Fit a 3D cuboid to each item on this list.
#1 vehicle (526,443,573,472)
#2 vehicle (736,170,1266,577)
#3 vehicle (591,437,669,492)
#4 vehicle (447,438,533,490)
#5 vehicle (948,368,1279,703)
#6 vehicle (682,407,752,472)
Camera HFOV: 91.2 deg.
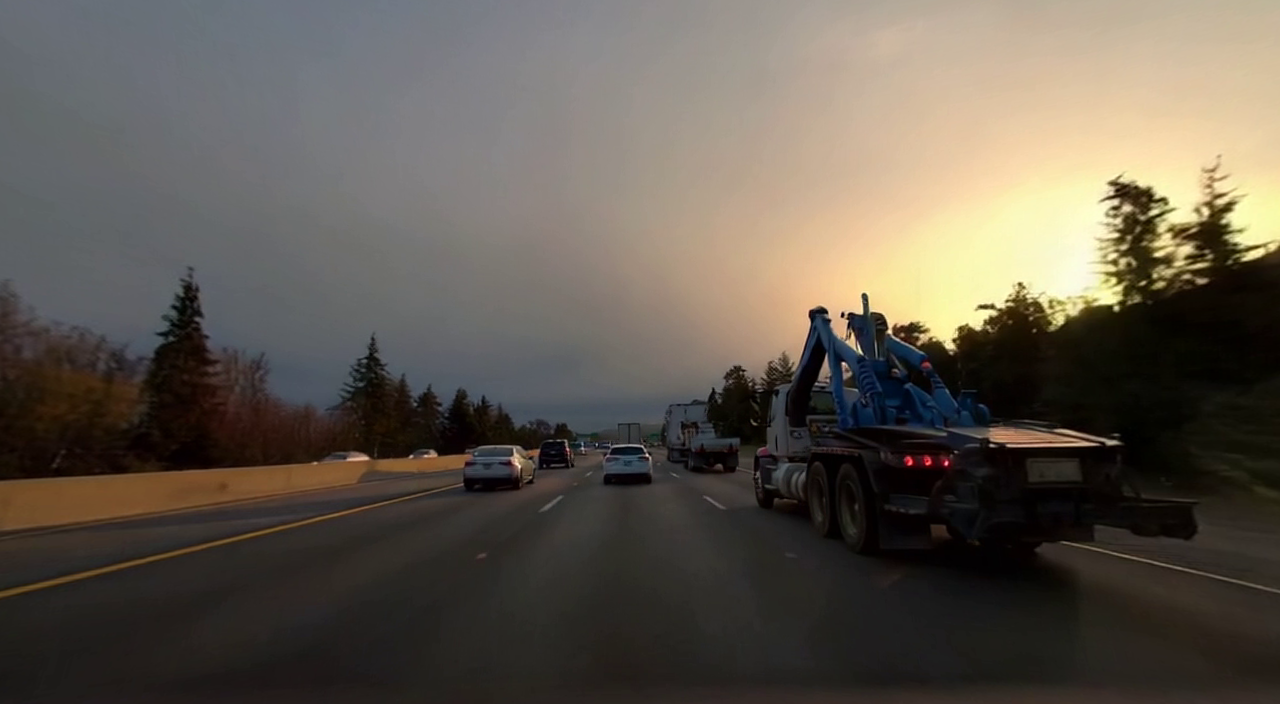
[{"bbox_3d":[-4.898,5.775,34.564,1.924,1.481,4.264,0,-9,1],"label":"vehicle"},{"bbox_3d":[3.738,0.742,9.730,2.975,3.618,8.456,0,-9,-1],"label":"vehicle"},{"bbox_3d":[-0.325,3.406,19.263,2.150,1.498,3.988,0,-9,-1],"label":"vehicle"},{"bbox_3d":[-4.837,3.673,20.784,1.858,1.527,3.974,0,-9,0],"label":"vehicle"},{"bbox_3d":[3.903,0.837,2.235,2.599,1.631,5.693,0,-9,-2],"label":"vehicle"},{"bbox_3d":[3.619,4.379,30.978,2.416,2.829,7.016,0,-9,-1],"label":"vehicle"}]
